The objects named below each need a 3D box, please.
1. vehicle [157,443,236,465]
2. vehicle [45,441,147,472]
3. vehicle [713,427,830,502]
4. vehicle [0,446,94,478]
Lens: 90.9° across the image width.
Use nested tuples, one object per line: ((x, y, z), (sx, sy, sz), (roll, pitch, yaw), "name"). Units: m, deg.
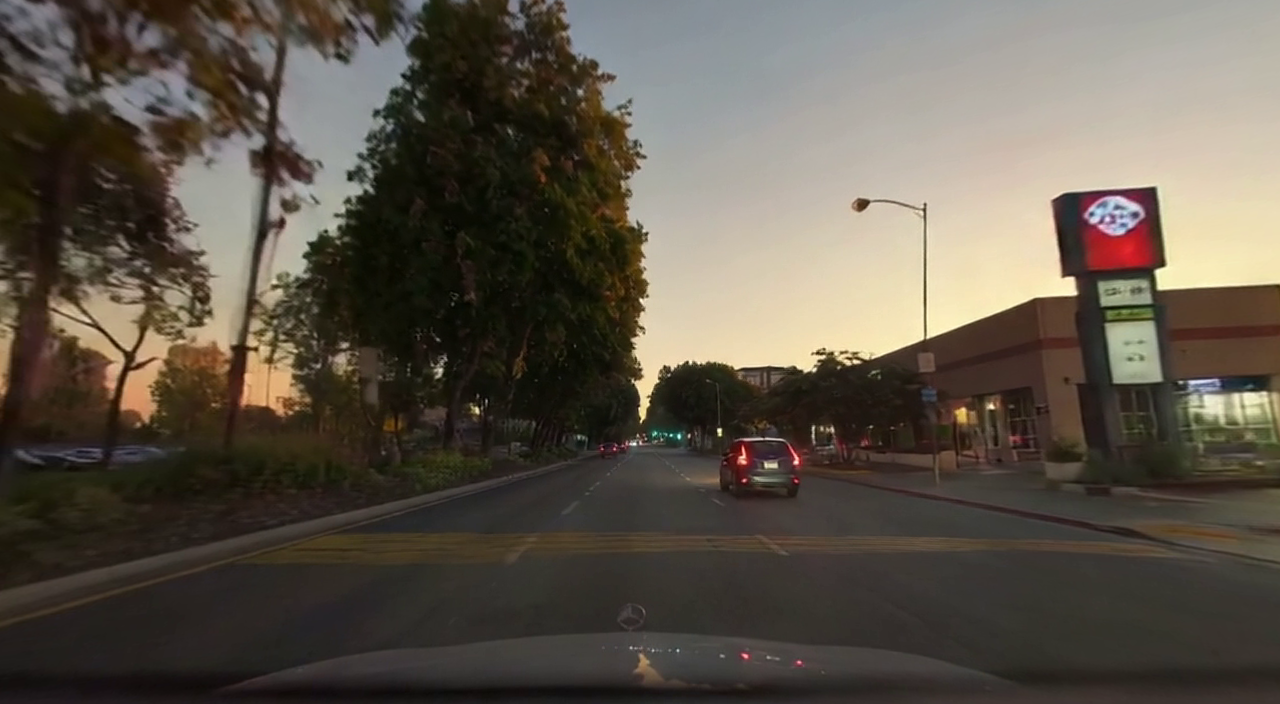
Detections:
((-31.840, 7.314, 45.345), (4.088, 1.506, 2.073), (0, -8, 1), "vehicle")
((-32.273, 6.197, 37.463), (4.290, 1.457, 2.056), (-3, -7, 1), "vehicle")
((3.446, 3.059, 17.625), (2.151, 1.771, 4.792), (0, -8, -1), "vehicle")
((-32.349, 5.984, 34.370), (3.472, 1.423, 1.760), (-4, -8, 0), "vehicle")
